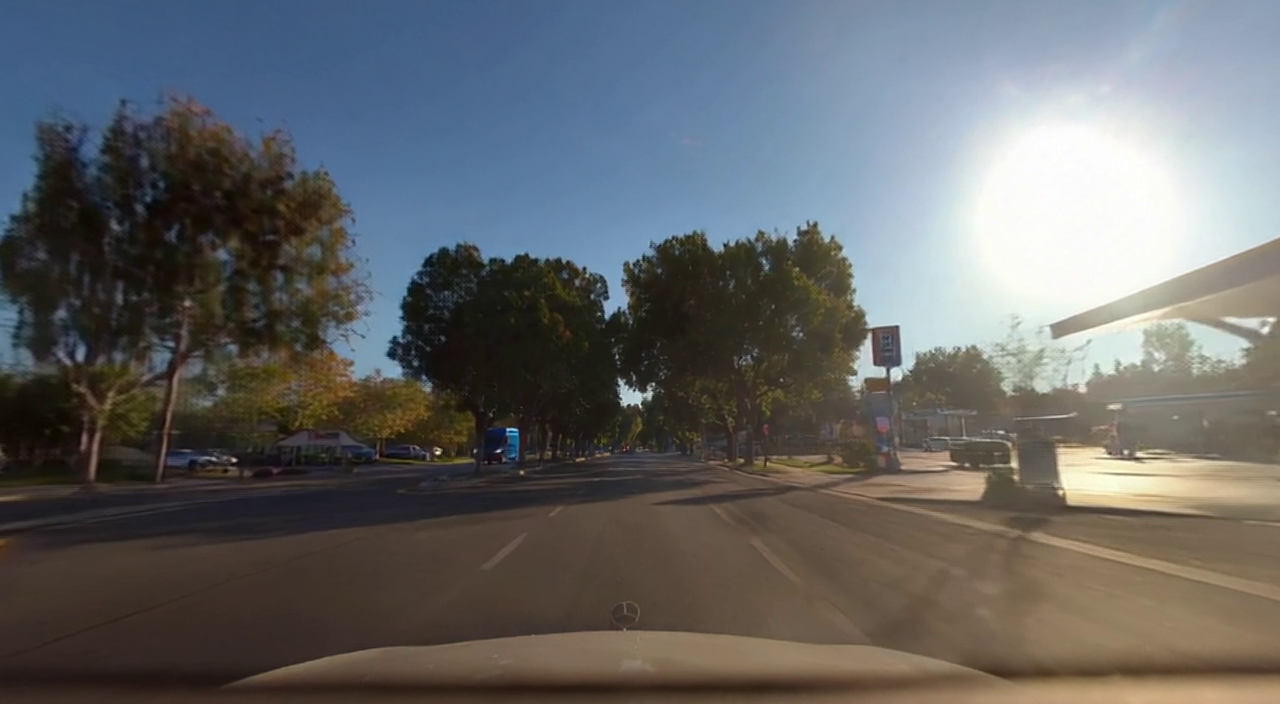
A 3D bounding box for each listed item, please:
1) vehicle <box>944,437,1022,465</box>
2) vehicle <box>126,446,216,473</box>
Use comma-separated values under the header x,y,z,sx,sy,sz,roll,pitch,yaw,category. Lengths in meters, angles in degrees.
x,y,z,sx,sy,sz,roll,pitch,yaw,category
19.245,5.579,35.669,1.994,1.452,4.227,0,-8,0,vehicle
-31.036,7.091,41.895,4.290,1.701,2.002,0,-9,-4,vehicle
